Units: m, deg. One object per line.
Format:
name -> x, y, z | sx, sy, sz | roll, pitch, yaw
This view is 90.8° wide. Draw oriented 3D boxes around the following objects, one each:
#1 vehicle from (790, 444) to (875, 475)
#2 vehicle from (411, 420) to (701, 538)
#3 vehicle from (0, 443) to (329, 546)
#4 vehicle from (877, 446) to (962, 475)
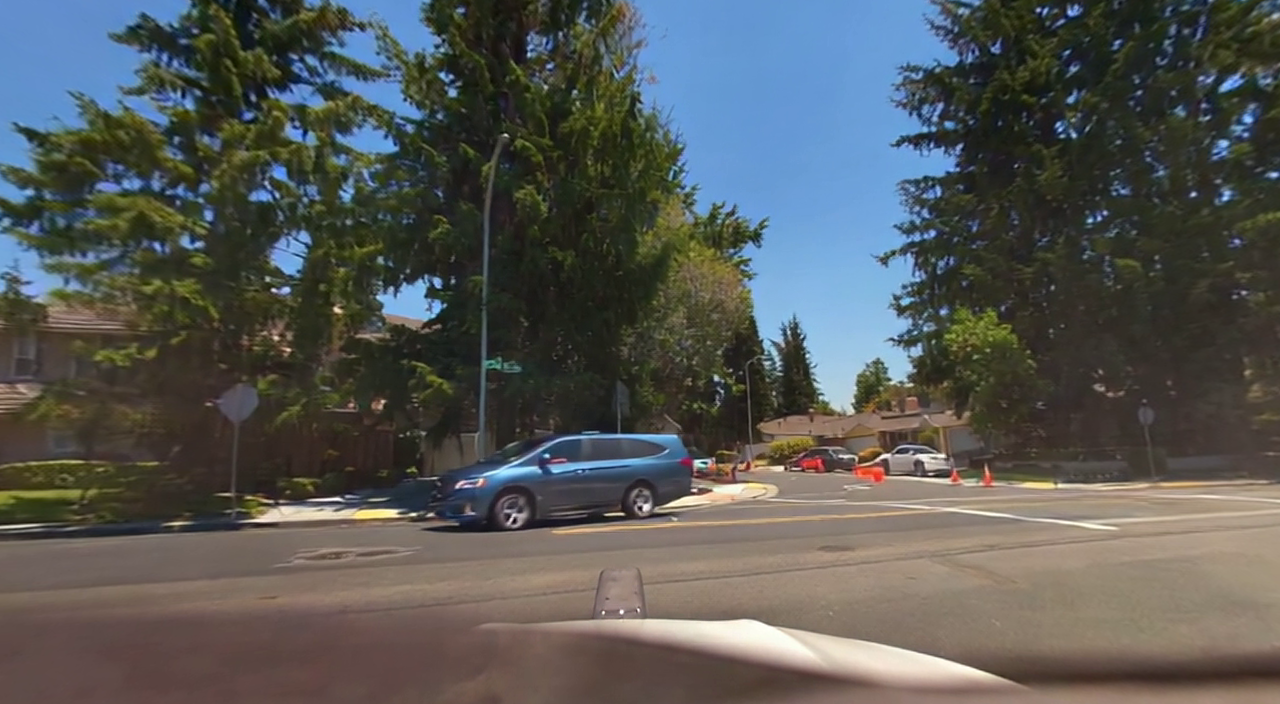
vehicle -> 12.892, 7.179, 42.361 | 4.984, 1.912, 2.132 | 3, -9, -16
vehicle -> -1.591, 2.298, 11.951 | 5.047, 1.851, 2.103 | 3, -9, -20
vehicle -> -10.306, 2.764, 12.898 | 6.643, 1.777, 2.925 | 3, -9, -17
vehicle -> 15.141, 5.872, 34.294 | 3.863, 1.453, 1.826 | 3, -8, -15
